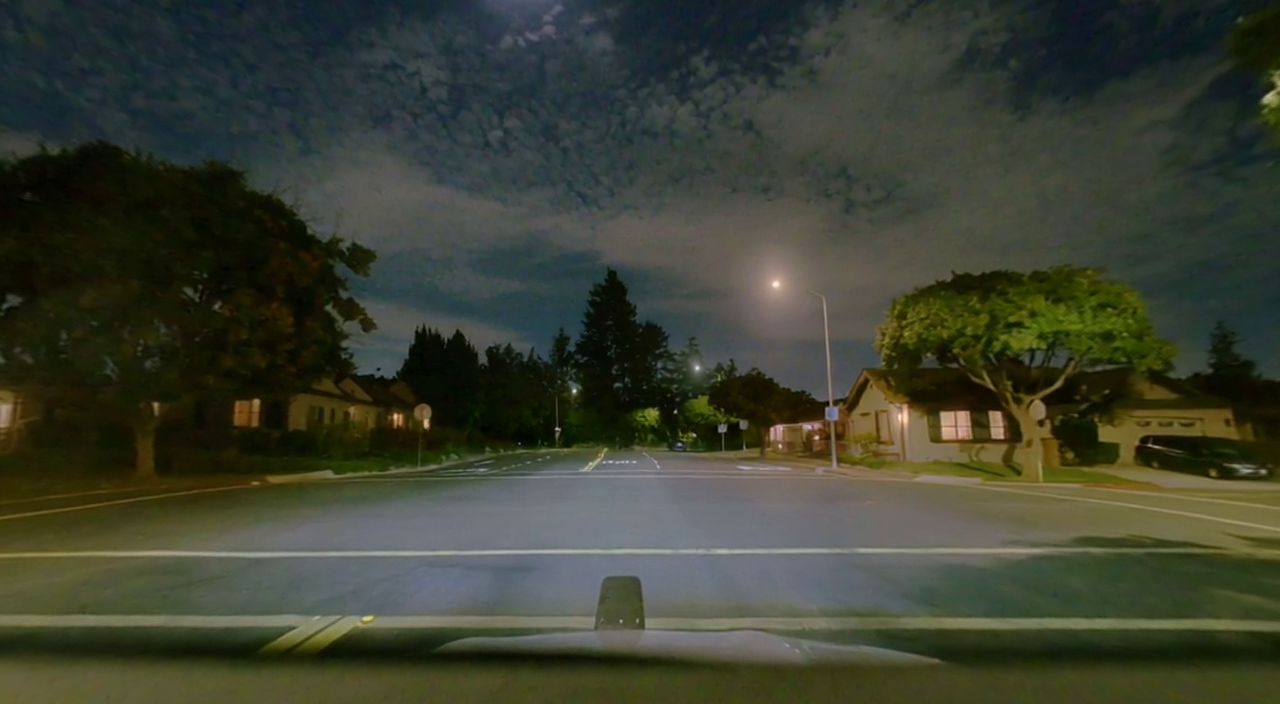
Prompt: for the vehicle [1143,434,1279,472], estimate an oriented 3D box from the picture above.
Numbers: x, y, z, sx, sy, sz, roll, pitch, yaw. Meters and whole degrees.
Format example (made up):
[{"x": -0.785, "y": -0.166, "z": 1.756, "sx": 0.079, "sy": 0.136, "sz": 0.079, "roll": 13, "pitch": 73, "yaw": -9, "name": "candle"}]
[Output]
[{"x": 26.462, "y": 4.611, "z": 29.128, "sx": 2.152, "sy": 1.606, "sz": 5.402, "roll": 0, "pitch": -8, "yaw": 1, "name": "vehicle"}]
